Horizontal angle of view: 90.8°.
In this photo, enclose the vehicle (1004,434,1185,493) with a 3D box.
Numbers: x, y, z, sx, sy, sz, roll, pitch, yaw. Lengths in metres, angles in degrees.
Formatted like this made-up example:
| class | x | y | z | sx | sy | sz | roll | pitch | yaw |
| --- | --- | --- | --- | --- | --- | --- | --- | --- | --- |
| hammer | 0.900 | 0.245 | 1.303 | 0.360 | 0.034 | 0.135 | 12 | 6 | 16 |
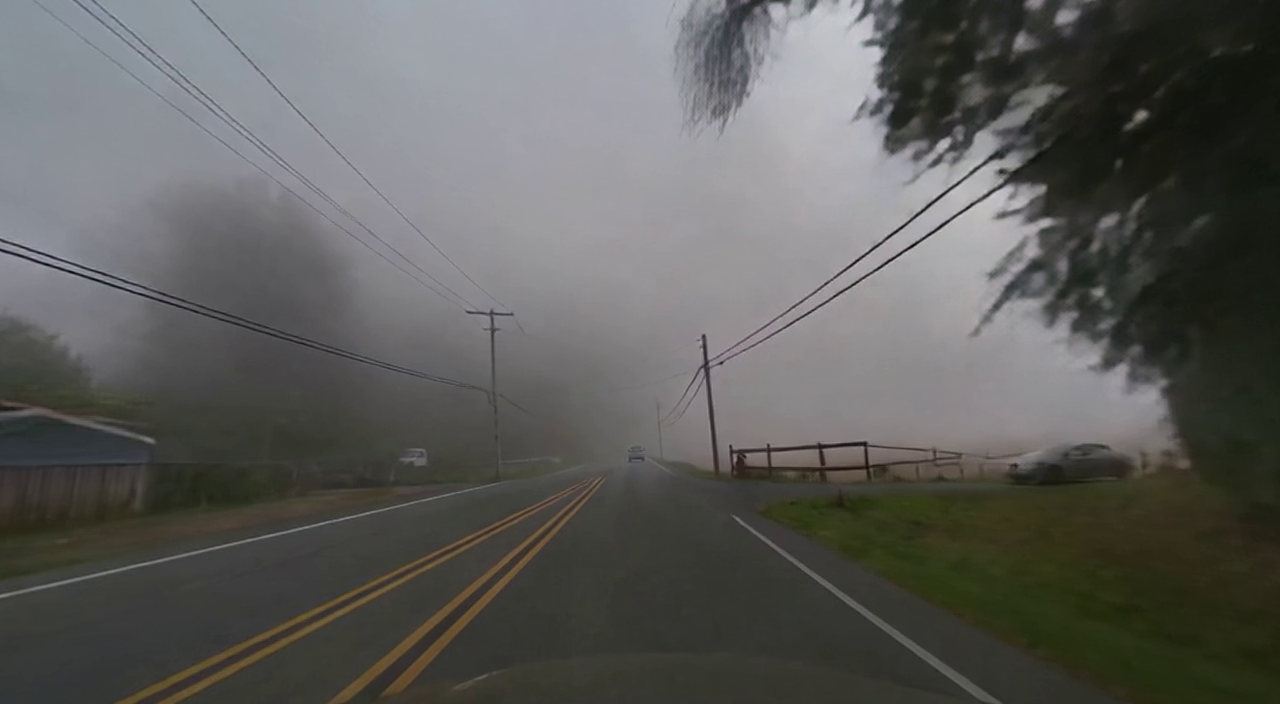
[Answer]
| class | x | y | z | sx | sy | sz | roll | pitch | yaw |
| --- | --- | --- | --- | --- | --- | --- | --- | --- | --- |
| vehicle | 14.833 | 3.630 | 20.820 | 4.400 | 1.462 | 1.884 | -5 | -7 | 1 |
